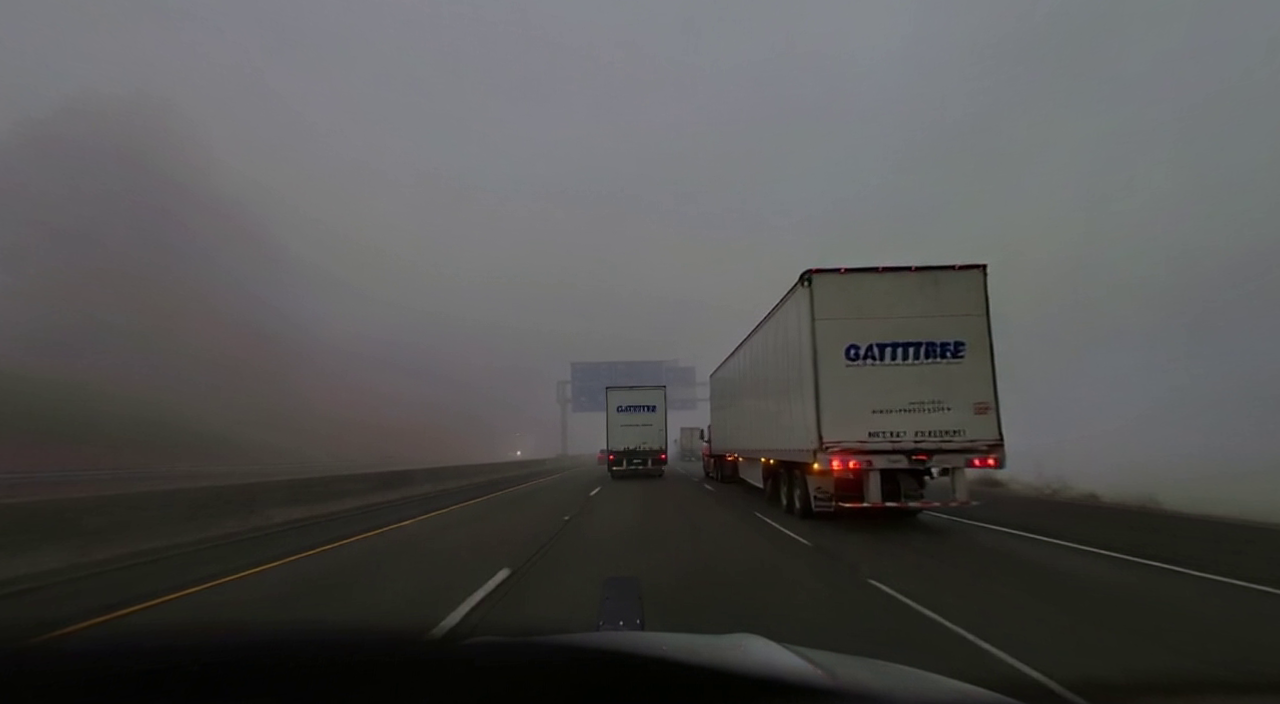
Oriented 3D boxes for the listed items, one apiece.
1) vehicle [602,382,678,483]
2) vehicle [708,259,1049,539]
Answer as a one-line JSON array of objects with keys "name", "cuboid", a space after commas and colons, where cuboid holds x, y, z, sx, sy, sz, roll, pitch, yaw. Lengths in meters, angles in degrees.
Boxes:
[{"name": "vehicle", "cuboid": [0.074, 3.793, 28.837, 2.864, 3.805, 9.709, 0, -9, 1]}, {"name": "vehicle", "cuboid": [4.213, 1.724, 16.467, 3.044, 4.128, 14.482, 0, -9, -1]}]
